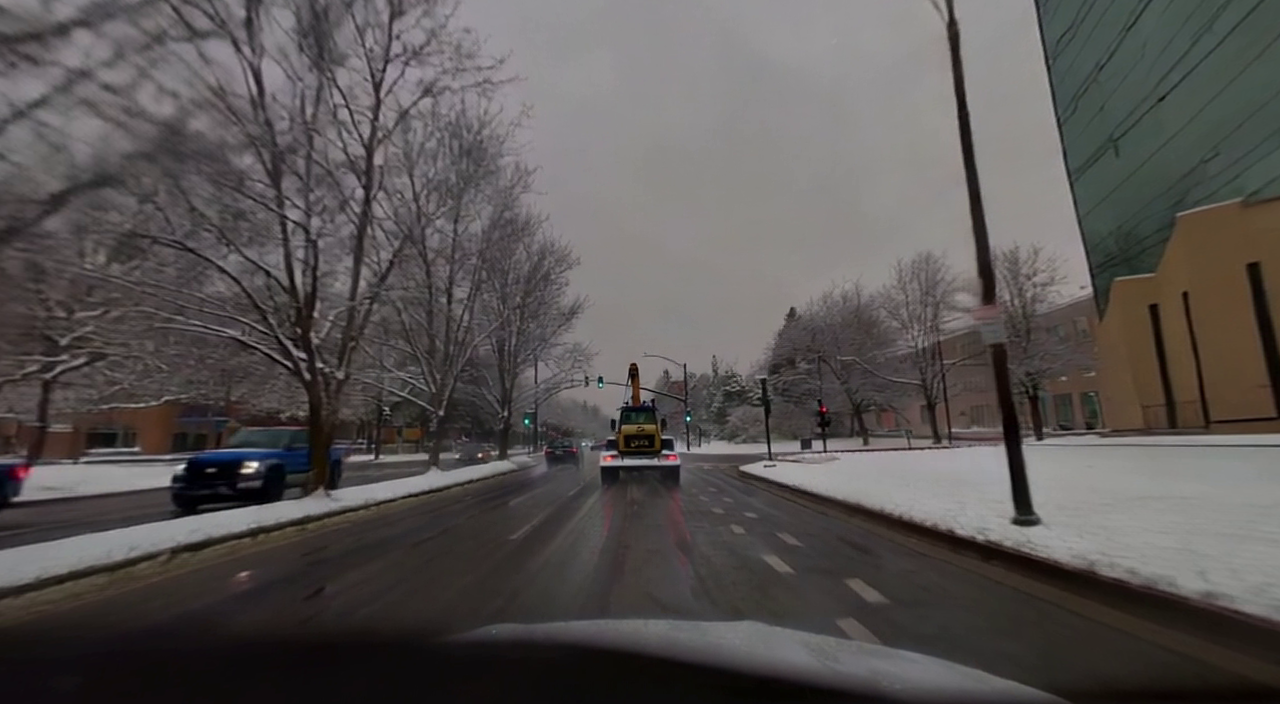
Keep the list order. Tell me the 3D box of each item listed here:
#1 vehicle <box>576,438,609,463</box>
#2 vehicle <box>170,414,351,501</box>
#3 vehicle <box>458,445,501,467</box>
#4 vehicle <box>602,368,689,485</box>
[{"bbox_3d":[-3.379,7.151,45.631,2.081,1.688,4.235,0,-9,0],"label":"vehicle"},{"bbox_3d":[-12.215,3.471,21.024,2.404,2.444,5.799,0,-9,0],"label":"vehicle"},{"bbox_3d":[-12.066,7.814,47.625,1.941,1.520,4.864,0,-9,0],"label":"vehicle"},{"bbox_3d":[0.184,3.041,24.387,2.552,3.461,11.044,-1,-9,0],"label":"vehicle"}]
